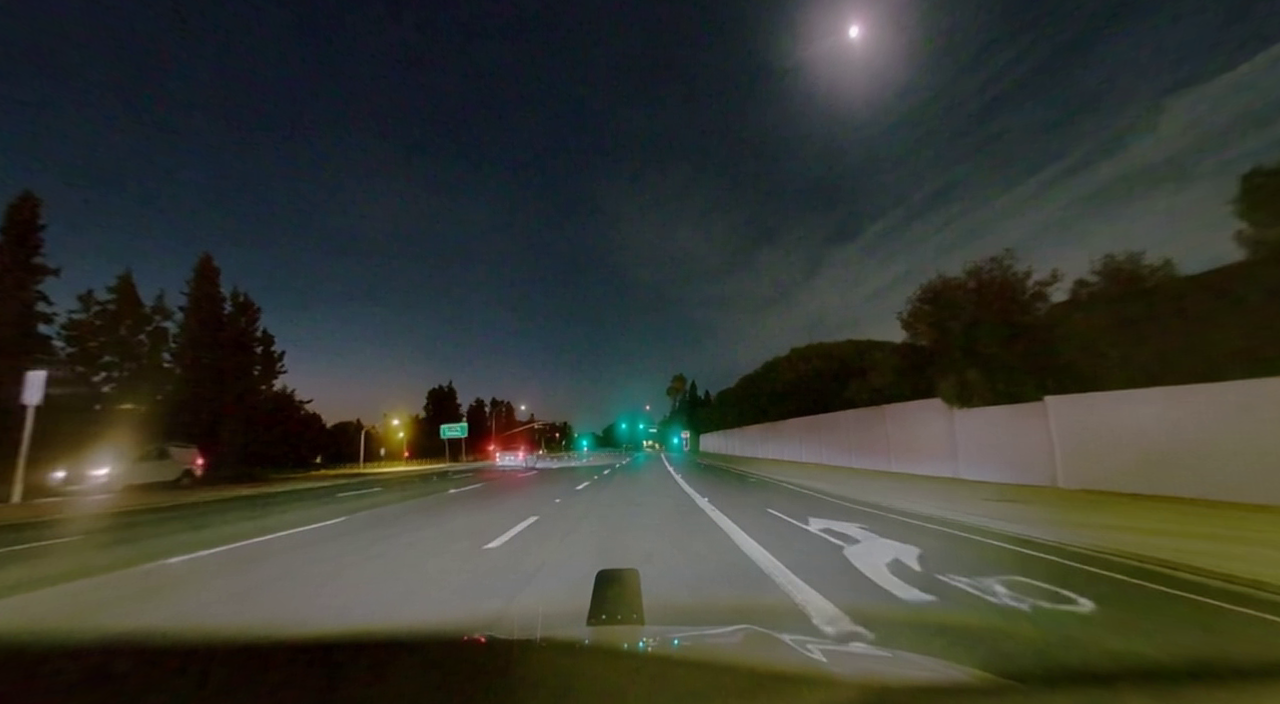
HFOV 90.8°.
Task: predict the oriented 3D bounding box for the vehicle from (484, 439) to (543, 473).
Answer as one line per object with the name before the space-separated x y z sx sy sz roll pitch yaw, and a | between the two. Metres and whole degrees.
vehicle | -6.788 5.632 34.540 2.115 1.711 4.722 0 -8 2

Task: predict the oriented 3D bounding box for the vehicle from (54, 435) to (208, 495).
vehicle | -26.390 5.827 33.270 2.284 2.792 6.858 0 -8 1
